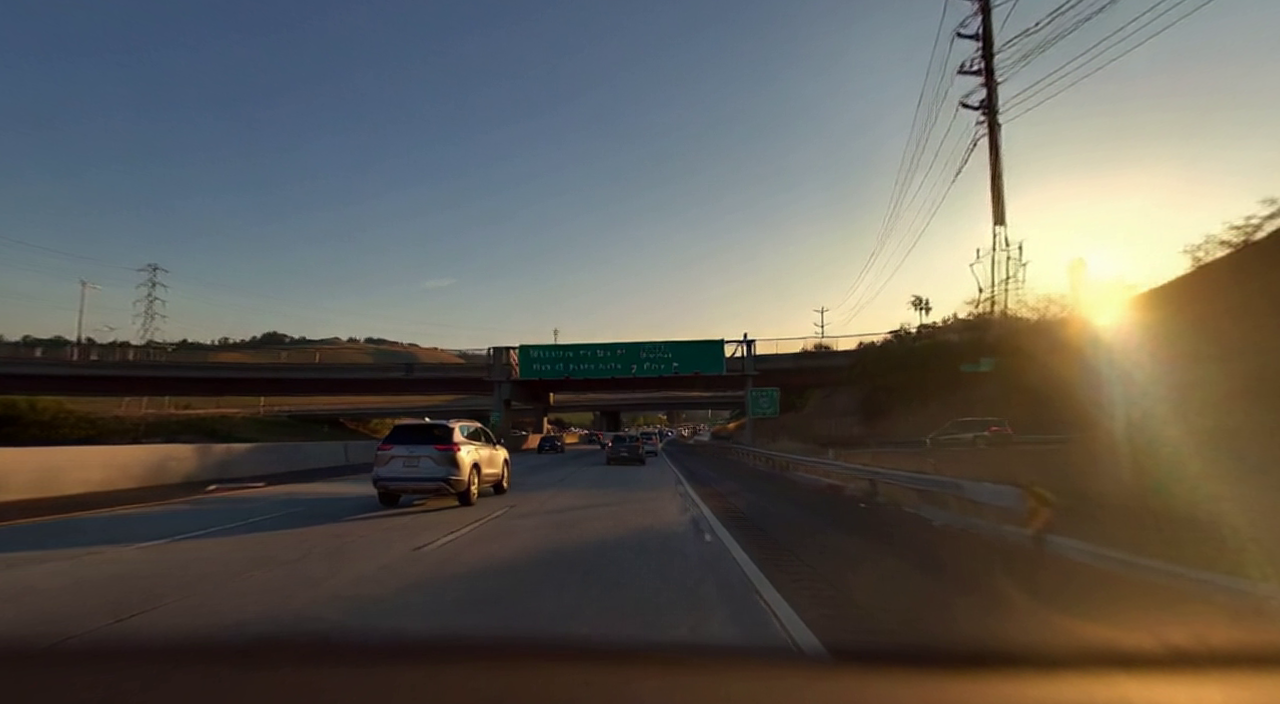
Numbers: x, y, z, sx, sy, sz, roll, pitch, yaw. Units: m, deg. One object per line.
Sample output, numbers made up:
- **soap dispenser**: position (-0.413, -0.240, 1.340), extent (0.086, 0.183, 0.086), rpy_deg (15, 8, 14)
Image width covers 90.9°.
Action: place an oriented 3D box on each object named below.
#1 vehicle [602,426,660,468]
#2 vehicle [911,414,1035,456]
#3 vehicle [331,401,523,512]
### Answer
- **vehicle**: position (-0.318, 4.073, 27.066), extent (2.193, 1.651, 3.946), rpy_deg (-1, -8, 3)
- **vehicle**: position (22.319, 5.675, 42.735), extent (2.571, 2.571, 6.876), rpy_deg (5, -10, -33)
- **vehicle**: position (-4.058, 2.121, 13.124), extent (2.228, 1.845, 4.847), rpy_deg (0, -8, 1)
